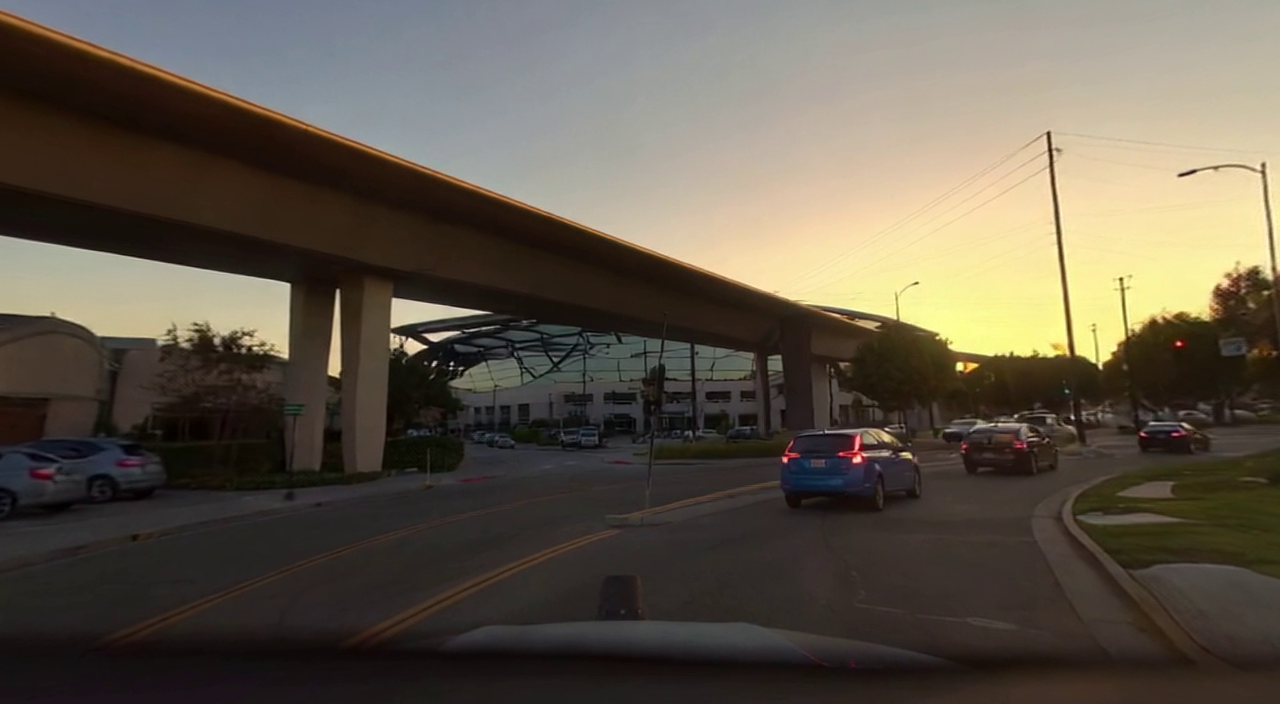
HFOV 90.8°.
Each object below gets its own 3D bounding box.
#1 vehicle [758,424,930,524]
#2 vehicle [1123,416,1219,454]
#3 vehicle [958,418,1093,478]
[{"bbox_3d":[4.247,2.310,12.607,2.087,1.578,4.652,-6,-10,32],"label":"vehicle"},{"bbox_3d":[25.842,4.062,30.742,4.310,1.762,1.995,4,-10,-28],"label":"vehicle"},{"bbox_3d":[13.617,3.358,22.233,4.771,1.885,2.241,6,-10,-36],"label":"vehicle"}]
